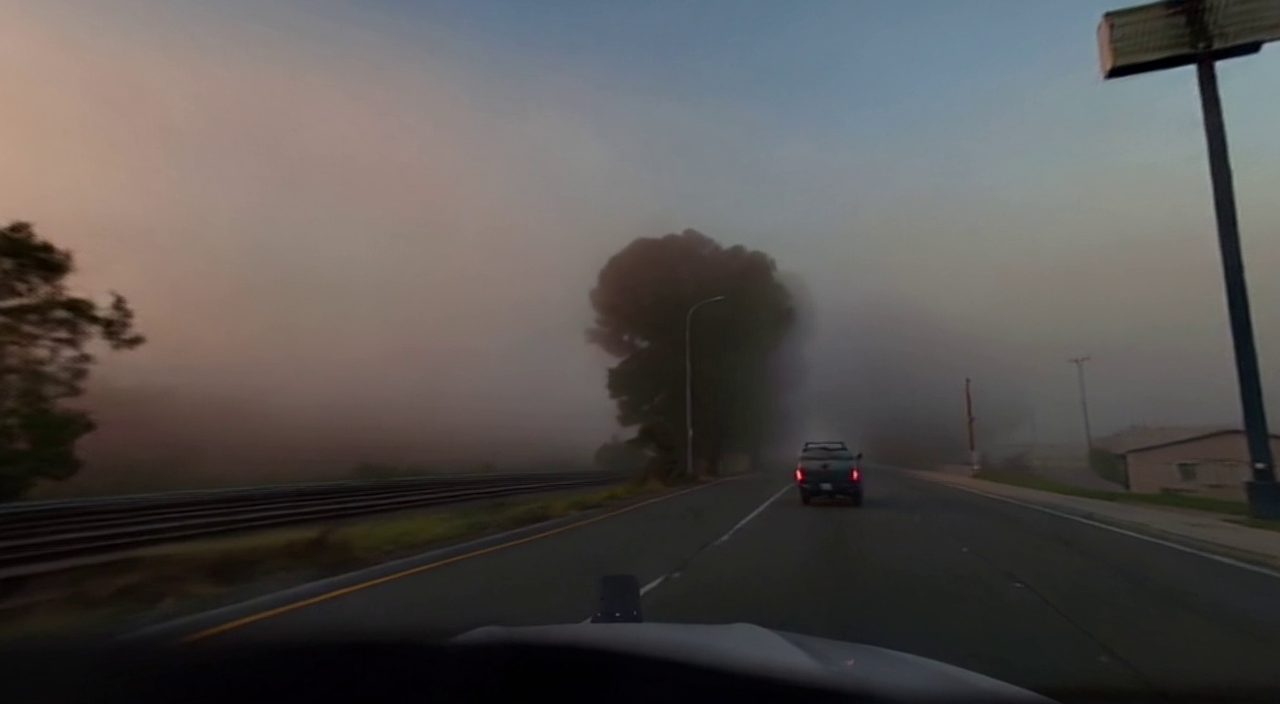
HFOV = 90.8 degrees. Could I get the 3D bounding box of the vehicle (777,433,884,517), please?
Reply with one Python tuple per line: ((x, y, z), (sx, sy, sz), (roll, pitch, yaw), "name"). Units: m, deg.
((5.390, 3.330, 17.716), (2.404, 1.926, 5.251), (-3, -9, 18), "vehicle")
